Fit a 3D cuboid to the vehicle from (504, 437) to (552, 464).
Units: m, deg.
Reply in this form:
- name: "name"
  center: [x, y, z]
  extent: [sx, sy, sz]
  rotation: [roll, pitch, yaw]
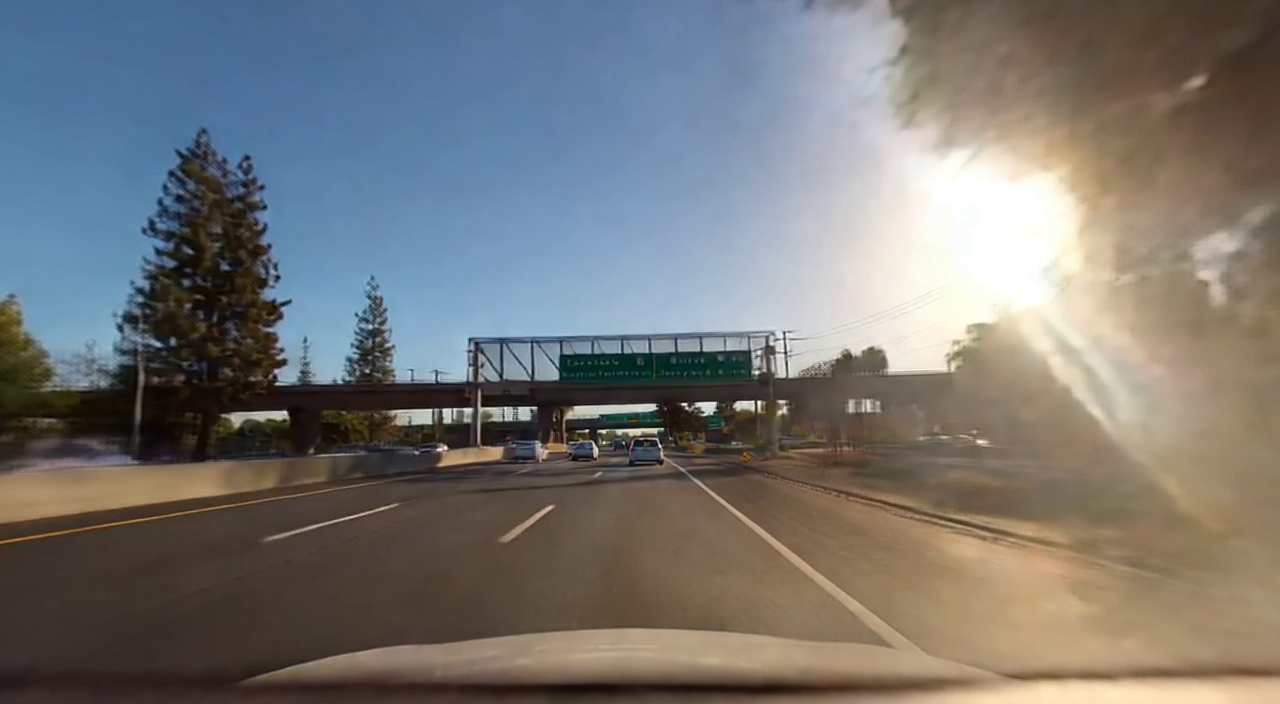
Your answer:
- name: "vehicle"
  center: [-7.249, 6.414, 41.362]
  extent: [2.139, 1.653, 4.614]
  rotation: [0, -8, 2]

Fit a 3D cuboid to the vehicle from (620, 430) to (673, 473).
- name: "vehicle"
  center: [0.268, 4.347, 27.763]
  extent: [2.152, 1.697, 4.066]
  rotation: [0, -8, 0]

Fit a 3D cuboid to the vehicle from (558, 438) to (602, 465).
- name: "vehicle"
  center: [-3.405, 5.795, 36.880]
  extent: [2.056, 1.464, 4.564]
  rotation: [0, -8, 1]
